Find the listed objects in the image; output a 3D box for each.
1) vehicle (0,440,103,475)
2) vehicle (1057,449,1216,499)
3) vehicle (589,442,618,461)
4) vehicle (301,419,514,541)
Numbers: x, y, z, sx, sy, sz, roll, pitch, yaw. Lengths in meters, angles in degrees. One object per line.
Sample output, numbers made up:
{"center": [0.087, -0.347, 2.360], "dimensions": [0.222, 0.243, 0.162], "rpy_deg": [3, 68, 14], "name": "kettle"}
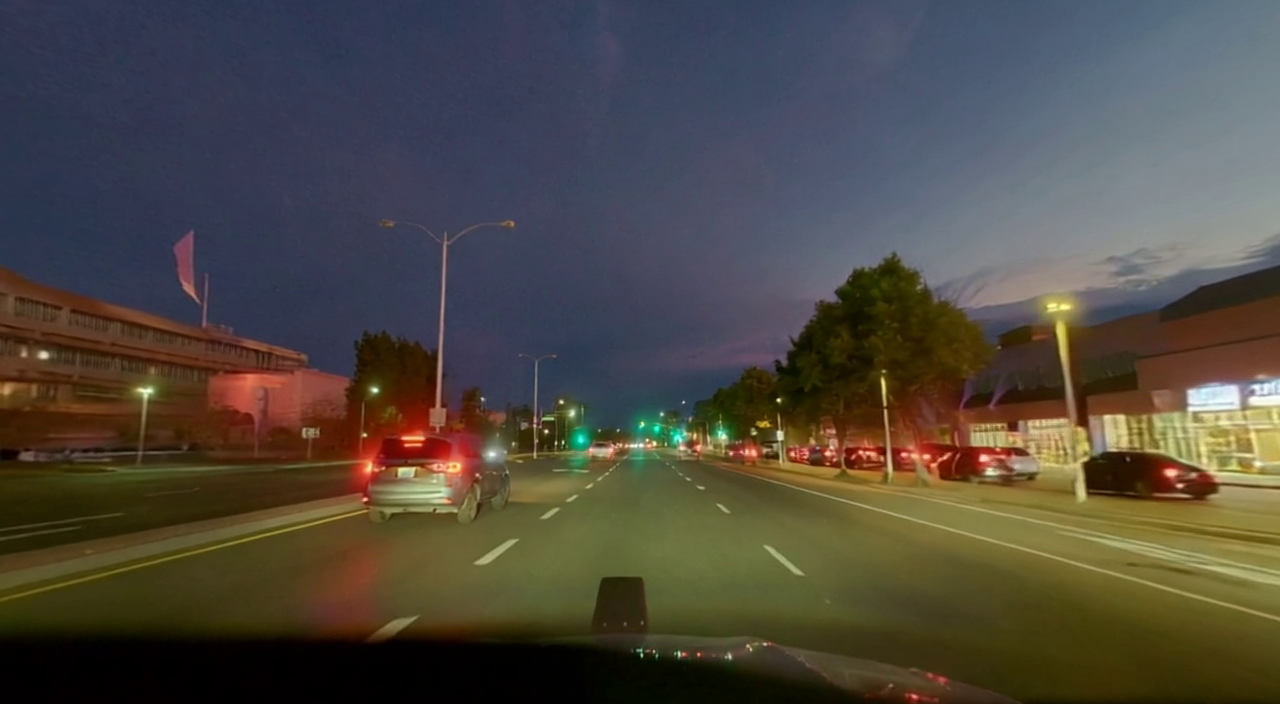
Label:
{"center": [-35.386, 6.143, 37.132], "dimensions": [2.131, 1.878, 5.681], "rpy_deg": [-1, -8, 4], "name": "vehicle"}
{"center": [16.393, 4.005, 20.950], "dimensions": [1.703, 1.446, 3.822], "rpy_deg": [6, -11, -44], "name": "vehicle"}
{"center": [-2.833, 7.881, 49.987], "dimensions": [2.005, 1.446, 4.265], "rpy_deg": [0, -8, 1], "name": "vehicle"}
{"center": [-3.541, 2.021, 10.525], "dimensions": [1.983, 1.635, 3.957], "rpy_deg": [0, -8, 1], "name": "vehicle"}
